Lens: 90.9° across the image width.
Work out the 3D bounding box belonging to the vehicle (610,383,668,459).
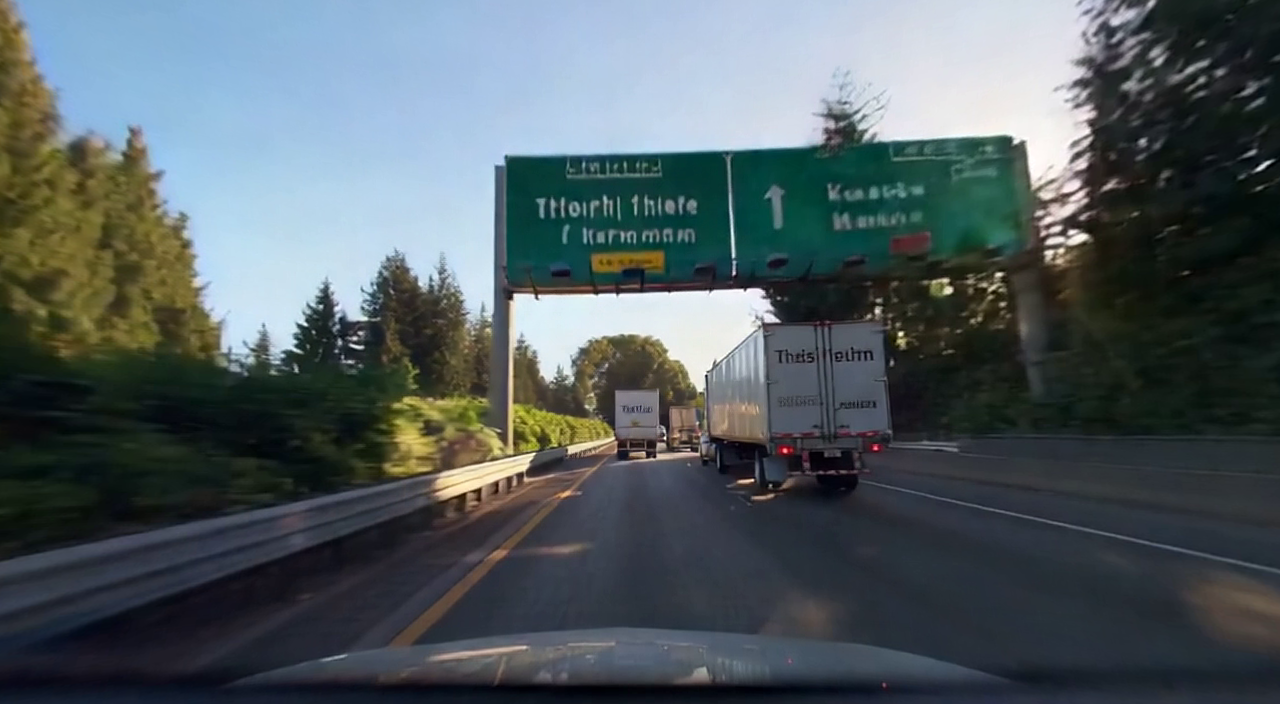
[{"bbox_3d":[-0.142,4.243,37.858,2.958,3.917,10.196,0,-8,-1],"label":"vehicle"}]

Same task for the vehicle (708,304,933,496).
[{"bbox_3d":[4.639,1.971,20.841,2.856,4.145,14.500,0,-8,-1],"label":"vehicle"}]
